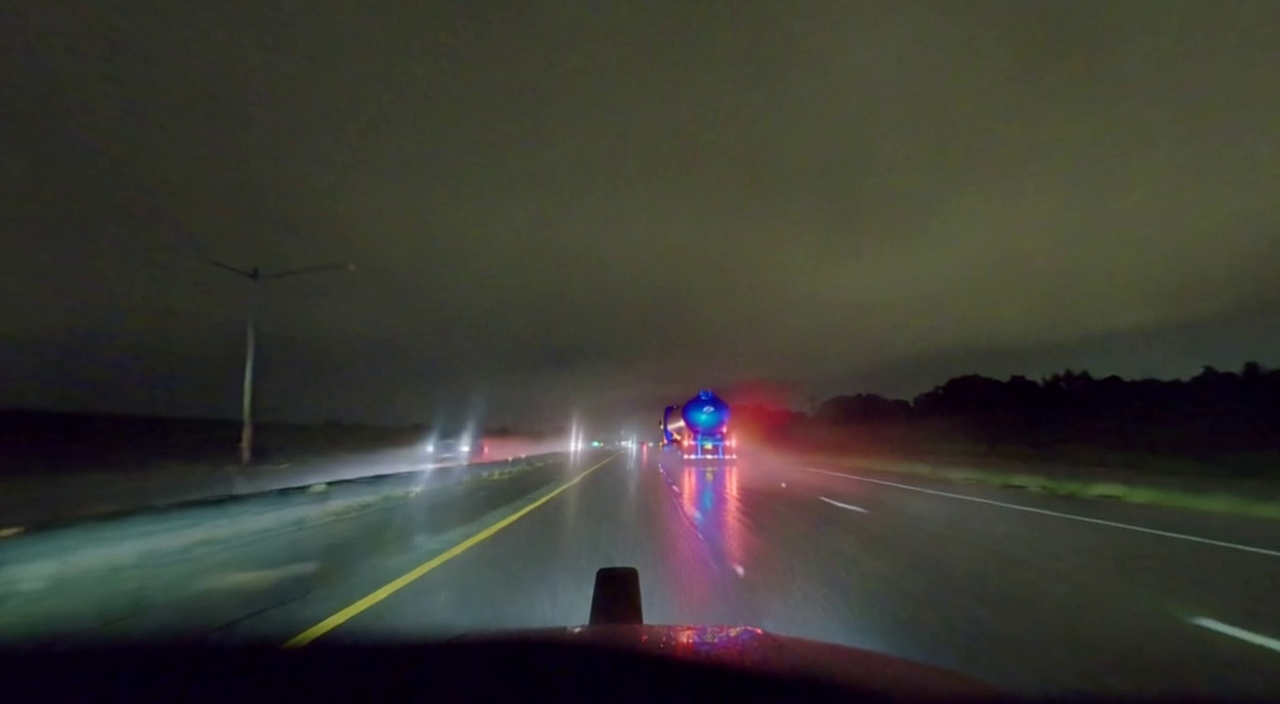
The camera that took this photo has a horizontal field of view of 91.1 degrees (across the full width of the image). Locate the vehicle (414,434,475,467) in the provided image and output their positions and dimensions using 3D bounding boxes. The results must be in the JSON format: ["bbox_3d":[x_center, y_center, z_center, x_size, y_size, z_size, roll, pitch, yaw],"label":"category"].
[{"bbox_3d":[-11.920,6.024,38.769,2.110,1.862,4.998,0,-8,0],"label":"vehicle"}]

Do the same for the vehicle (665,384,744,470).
[{"bbox_3d":[3.049,4.061,33.356,2.946,3.745,11.516,0,-8,0],"label":"vehicle"}]
